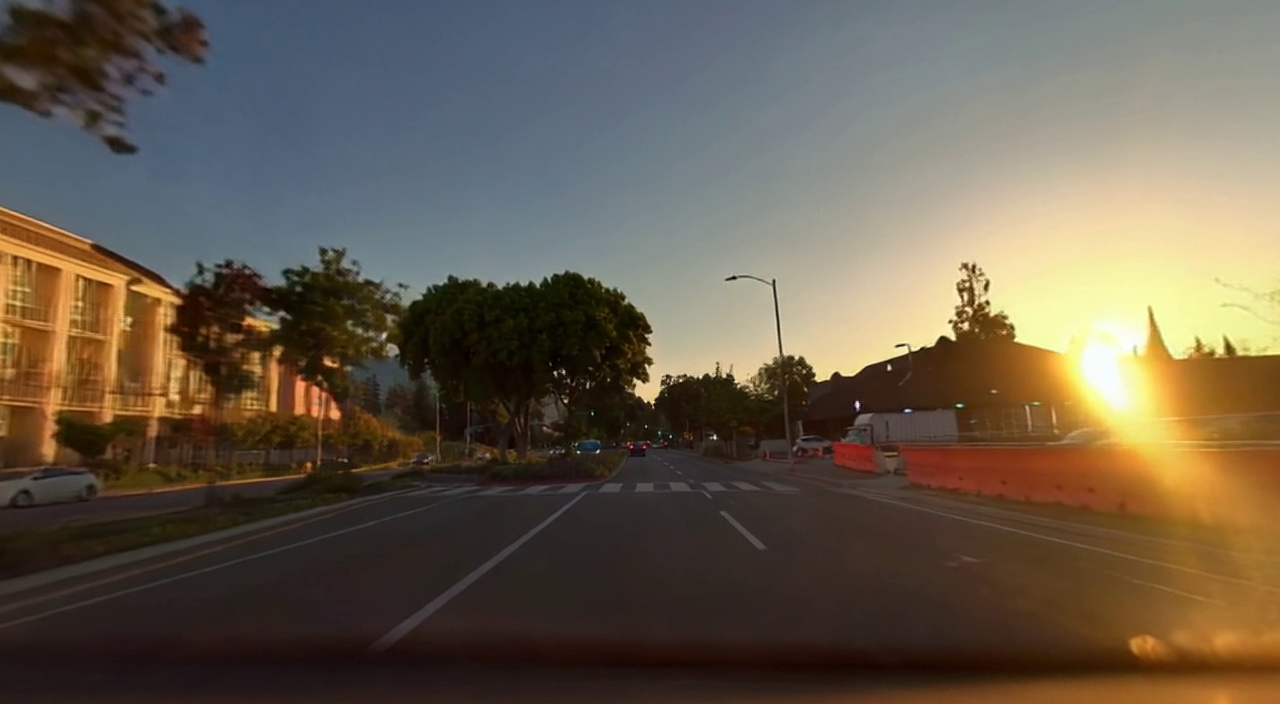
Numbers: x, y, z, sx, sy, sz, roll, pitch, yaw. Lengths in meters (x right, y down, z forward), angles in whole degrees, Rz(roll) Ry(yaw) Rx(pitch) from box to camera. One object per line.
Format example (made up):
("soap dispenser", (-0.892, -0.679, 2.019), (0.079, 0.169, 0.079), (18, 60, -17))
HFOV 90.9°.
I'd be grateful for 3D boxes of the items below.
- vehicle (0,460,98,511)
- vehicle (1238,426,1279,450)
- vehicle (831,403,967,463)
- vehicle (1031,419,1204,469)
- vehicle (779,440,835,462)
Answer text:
("vehicle", (-23.662, 5.021, 23.956), (1.957, 1.672, 4.743), (0, -8, -1))
("vehicle", (39.197, 5.356, 39.066), (1.757, 1.439, 3.615), (-4, -9, 21))
("vehicle", (15.542, 4.935, 38.261), (6.641, 3.391, 3.387), (0, -9, -4))
("vehicle", (16.773, 3.256, 22.308), (4.450, 1.643, 1.996), (0, -8, -1))
("vehicle", (12.478, 7.406, 47.453), (1.948, 1.466, 4.520), (-1, -7, -16))
